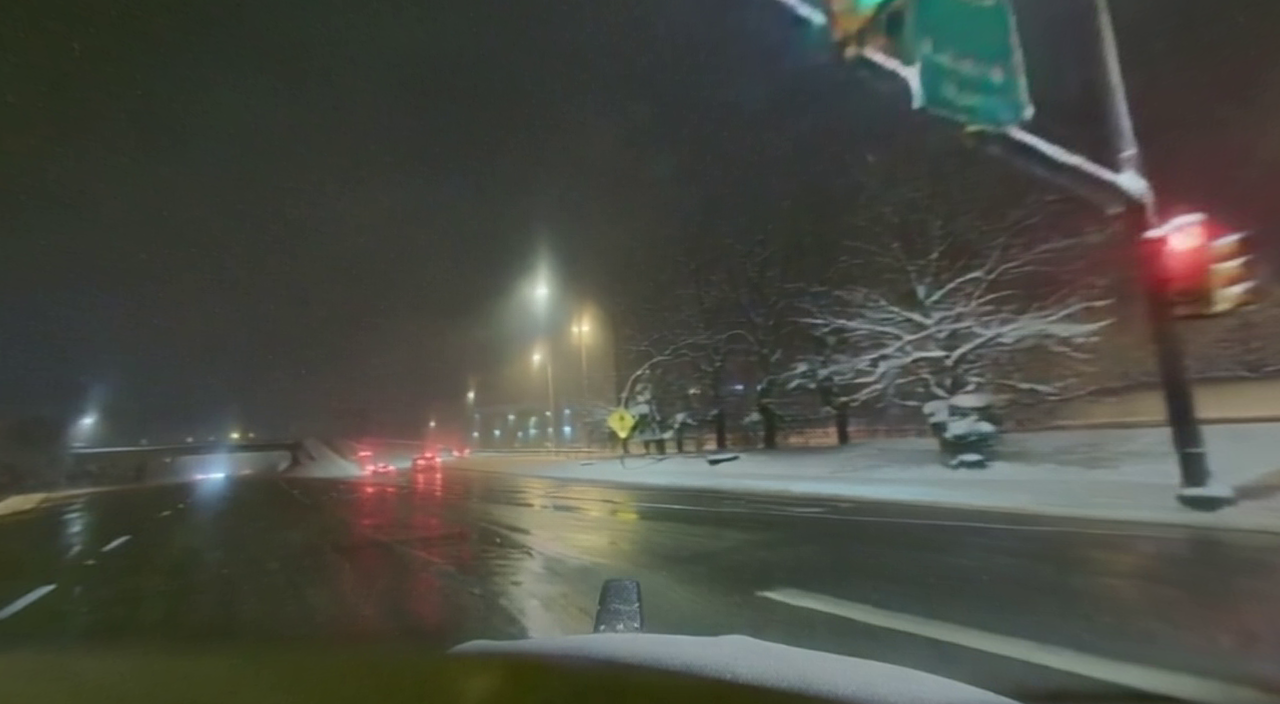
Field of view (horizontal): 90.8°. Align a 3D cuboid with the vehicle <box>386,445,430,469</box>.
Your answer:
[{"bbox_3d":[-16.302,7.339,44.232,2.007,1.605,3.852,5,-10,-32],"label":"vehicle"}]

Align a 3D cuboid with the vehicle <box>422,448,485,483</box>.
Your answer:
[{"bbox_3d":[-9.104,5.453,30.643,2.048,1.516,3.874,4,-10,-29],"label":"vehicle"}]
